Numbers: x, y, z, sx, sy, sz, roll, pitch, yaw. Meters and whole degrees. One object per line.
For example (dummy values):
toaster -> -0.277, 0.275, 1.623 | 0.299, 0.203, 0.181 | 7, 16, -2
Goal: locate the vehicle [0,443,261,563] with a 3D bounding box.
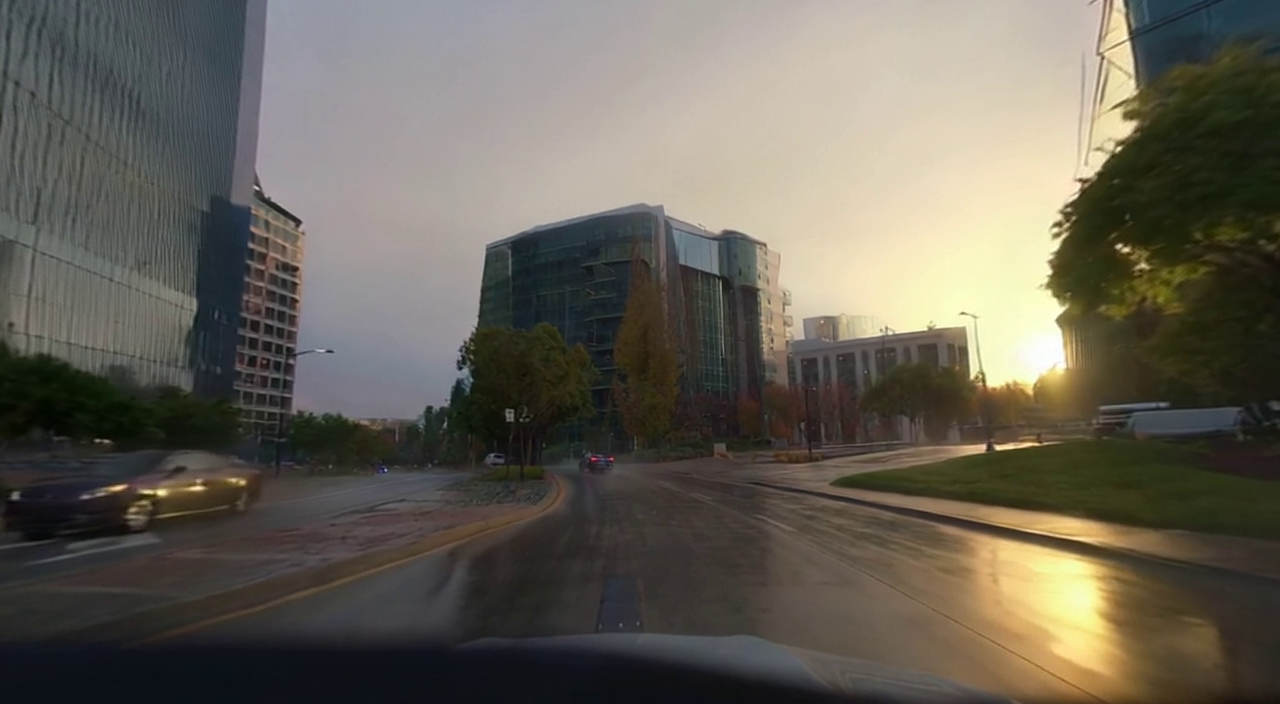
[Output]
vehicle -> -8.431, 2.275, 10.294 | 2.004, 1.549, 3.947 | 0, -8, -1

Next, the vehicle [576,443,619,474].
vehicle -> -2.798, 6.772, 40.238 | 2.129, 1.816, 4.851 | 2, -9, -11
